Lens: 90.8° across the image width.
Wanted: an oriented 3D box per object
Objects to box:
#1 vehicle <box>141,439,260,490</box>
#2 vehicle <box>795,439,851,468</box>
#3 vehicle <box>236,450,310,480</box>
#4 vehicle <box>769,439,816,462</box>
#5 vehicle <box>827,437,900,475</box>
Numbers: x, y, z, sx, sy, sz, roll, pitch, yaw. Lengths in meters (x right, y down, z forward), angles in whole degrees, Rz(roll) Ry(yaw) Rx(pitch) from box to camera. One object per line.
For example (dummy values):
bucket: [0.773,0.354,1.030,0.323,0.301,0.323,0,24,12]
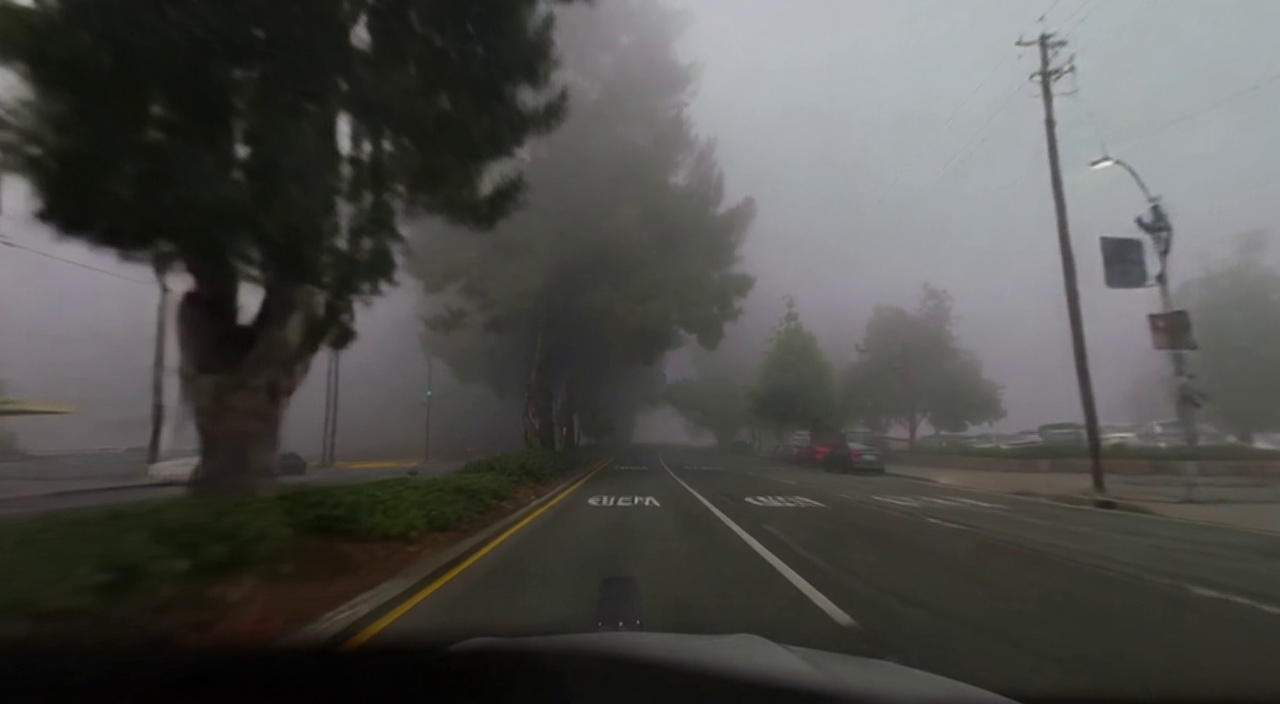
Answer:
vehicle: [-19.449,4.990,28.292,1.954,2.000,4.687,-2,-9,-1]
vehicle: [9.863,5.504,34.399,1.726,1.486,4.394,0,-9,-1]
vehicle: [-19.437,5.985,33.637,1.664,1.443,3.701,0,-9,0]
vehicle: [10.094,6.570,42.176,1.926,1.464,4.436,0,-9,-1]
vehicle: [10.129,4.735,28.972,1.901,1.586,3.903,0,-9,0]
